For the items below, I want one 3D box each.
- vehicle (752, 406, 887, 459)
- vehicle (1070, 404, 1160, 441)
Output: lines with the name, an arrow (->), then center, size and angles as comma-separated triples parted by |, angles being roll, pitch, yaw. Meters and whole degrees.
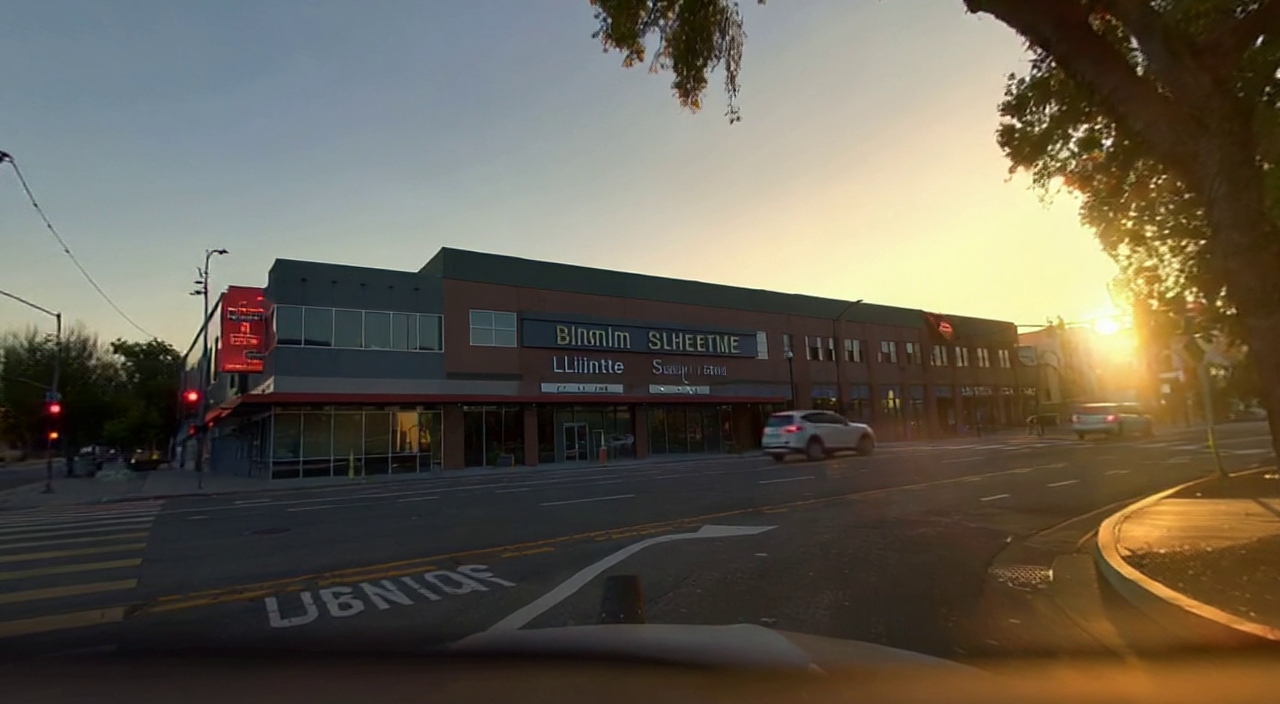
vehicle -> 6.596, 2.985, 23.075 | 4.689, 1.758, 2.146 | 5, -10, -33
vehicle -> 22.766, 3.446, 30.219 | 4.377, 1.624, 1.953 | 6, -10, -33
